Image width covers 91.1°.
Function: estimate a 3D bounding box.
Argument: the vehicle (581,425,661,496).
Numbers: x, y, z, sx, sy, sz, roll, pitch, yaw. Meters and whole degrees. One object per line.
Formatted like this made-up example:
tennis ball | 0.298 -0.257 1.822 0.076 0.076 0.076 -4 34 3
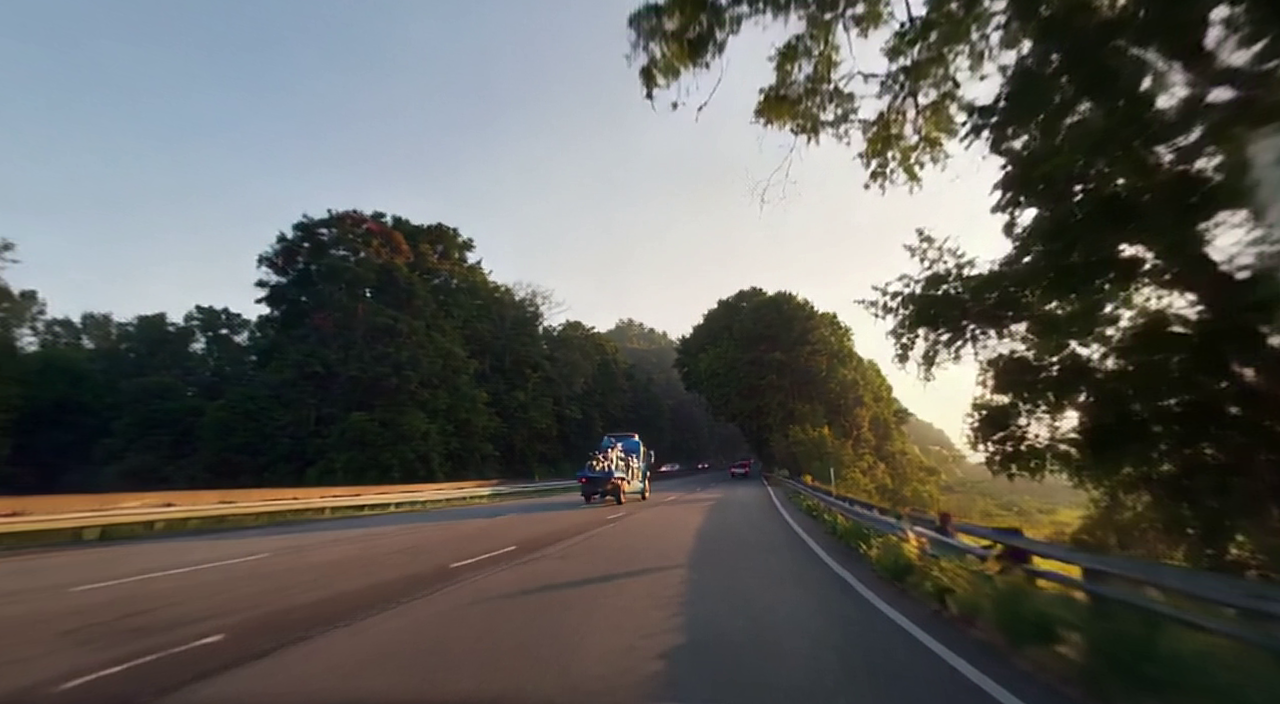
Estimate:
vehicle | -0.776 5.770 33.192 2.841 3.244 7.689 -1 -11 9
